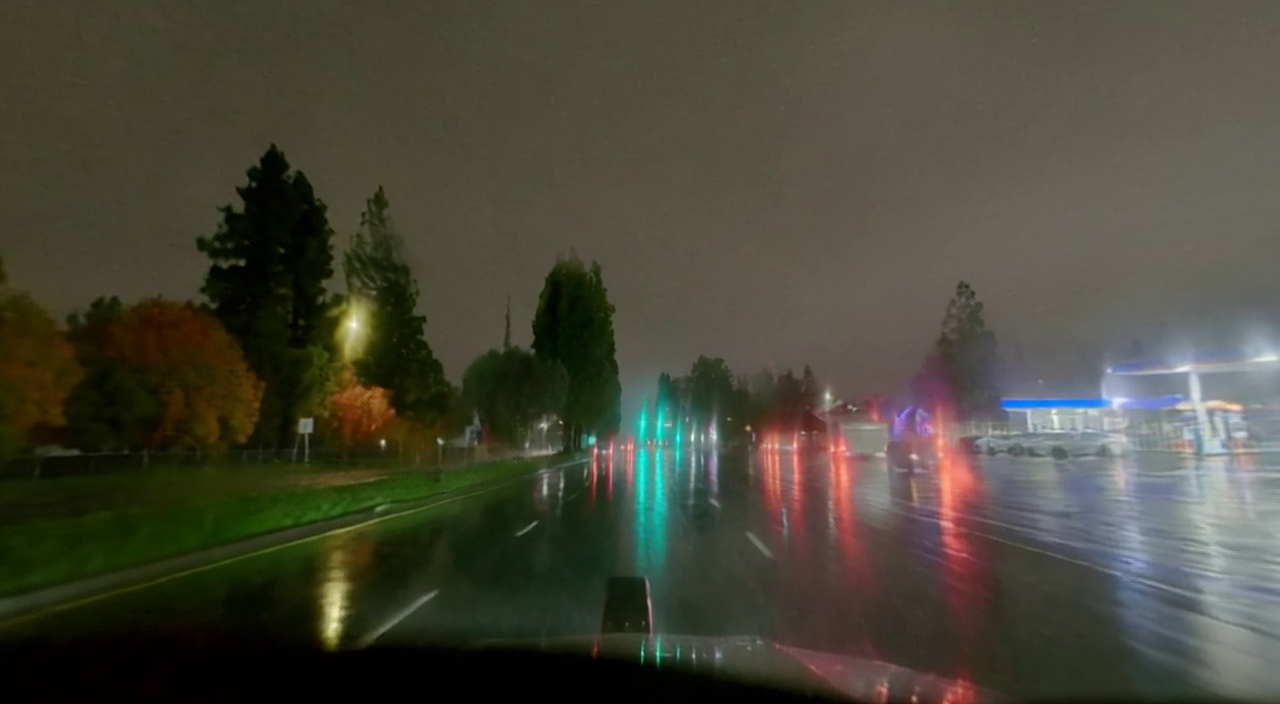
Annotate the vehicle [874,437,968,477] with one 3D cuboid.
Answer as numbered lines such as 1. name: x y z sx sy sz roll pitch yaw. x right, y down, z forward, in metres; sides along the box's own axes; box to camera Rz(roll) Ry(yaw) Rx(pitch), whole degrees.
1. vehicle: 11.736 4.407 26.696 1.967 1.500 4.353 -1 -8 1

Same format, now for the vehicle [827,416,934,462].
1. vehicle: 15.250 5.562 40.236 5.820 2.752 2.234 0 -8 -1

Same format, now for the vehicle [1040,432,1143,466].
1. vehicle: 21.398 4.565 29.849 4.674 1.471 1.954 4 -9 -28
